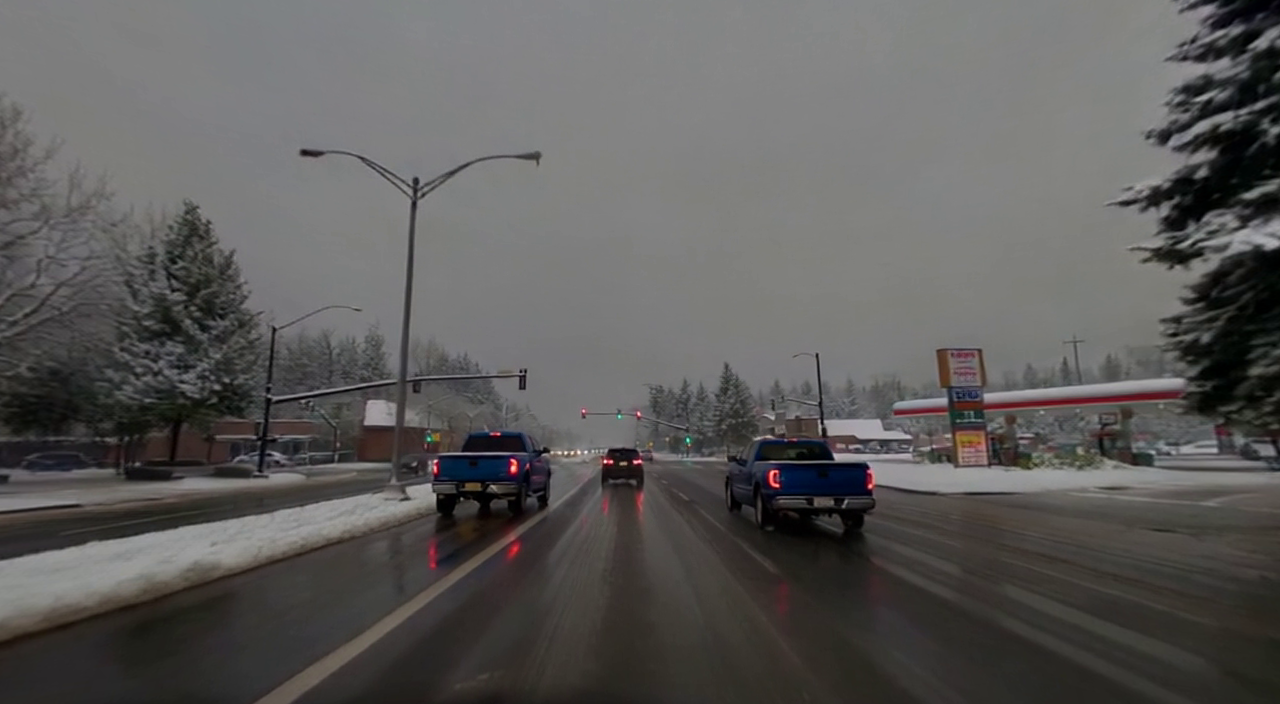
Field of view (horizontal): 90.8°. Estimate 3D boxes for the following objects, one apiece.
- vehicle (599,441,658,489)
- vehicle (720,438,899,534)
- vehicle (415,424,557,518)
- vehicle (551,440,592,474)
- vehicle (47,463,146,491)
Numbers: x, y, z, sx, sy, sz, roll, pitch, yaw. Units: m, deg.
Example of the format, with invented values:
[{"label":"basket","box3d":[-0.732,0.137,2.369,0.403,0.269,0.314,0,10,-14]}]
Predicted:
[{"label":"vehicle","box3d":[-0.436,4.169,23.608,2.029,1.605,3.827,0,-9,-2]},{"label":"vehicle","box3d":[2.952,2.441,12.220,2.061,1.487,4.462,0,-9,-2]},{"label":"vehicle","box3d":[-3.532,2.858,15.814,2.195,1.905,5.634,0,-9,-1]},{"label":"vehicle","box3d":[-4.377,6.804,41.116,2.321,2.026,5.307,0,-9,-3]},{"label":"vehicle","box3d":[-36.167,8.272,42.146,1.929,1.636,4.589,-7,-11,38]}]
